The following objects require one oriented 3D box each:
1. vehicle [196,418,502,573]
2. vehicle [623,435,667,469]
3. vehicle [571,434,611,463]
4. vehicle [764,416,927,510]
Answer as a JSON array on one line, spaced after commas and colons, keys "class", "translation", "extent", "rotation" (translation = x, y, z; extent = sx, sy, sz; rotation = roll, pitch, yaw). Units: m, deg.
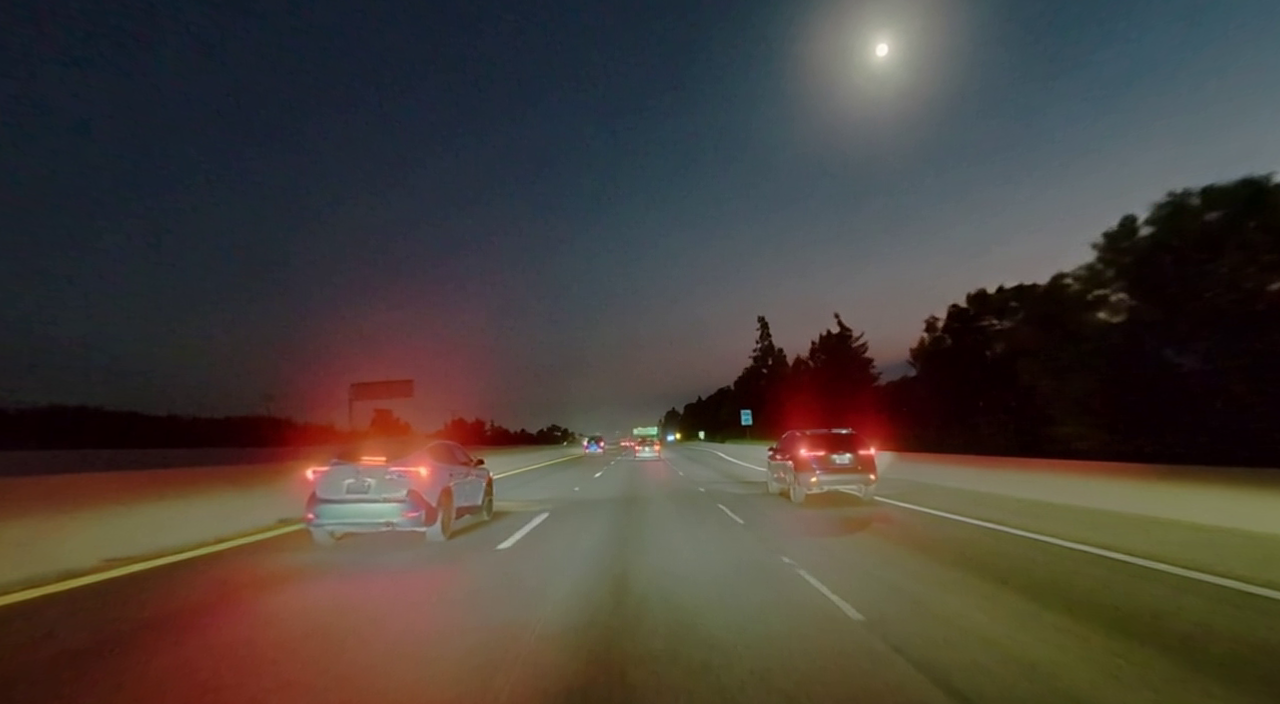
[{"class": "vehicle", "translation": [-3.487, 1.792, 8.746], "extent": [2.066, 1.561, 4.495], "rotation": [0, -8, 1]}, {"class": "vehicle", "translation": [0.278, 4.975, 31.426], "extent": [2.049, 1.542, 3.816], "rotation": [0, -8, 1]}, {"class": "vehicle", "translation": [-2.956, 5.972, 38.892], "extent": [2.044, 1.682, 4.201], "rotation": [0, -8, 2]}, {"class": "vehicle", "translation": [4.210, 2.343, 13.731], "extent": [2.025, 1.707, 4.279], "rotation": [0, -8, -1]}]
